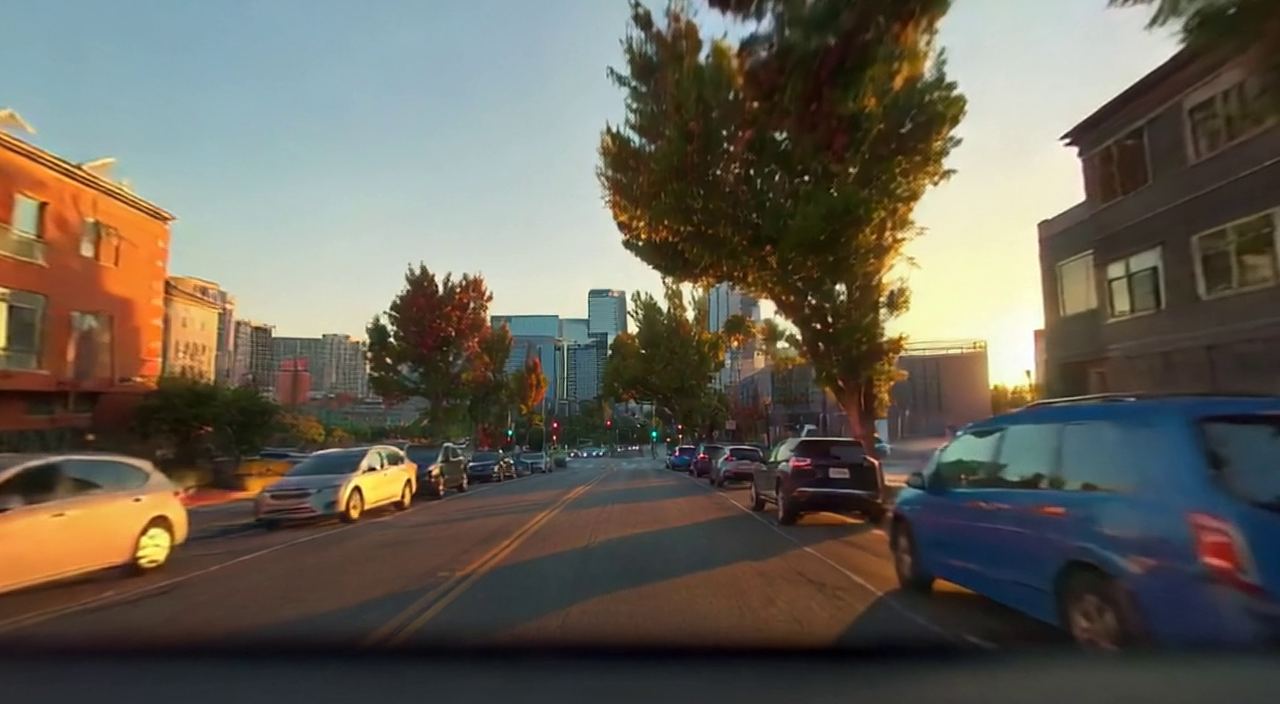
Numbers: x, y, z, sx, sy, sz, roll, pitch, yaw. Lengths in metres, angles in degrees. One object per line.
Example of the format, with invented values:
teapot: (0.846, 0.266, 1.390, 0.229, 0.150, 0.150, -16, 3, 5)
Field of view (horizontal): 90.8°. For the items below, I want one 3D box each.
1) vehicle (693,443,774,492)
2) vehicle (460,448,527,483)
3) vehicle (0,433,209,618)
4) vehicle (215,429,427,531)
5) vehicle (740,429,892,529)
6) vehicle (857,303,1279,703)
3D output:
vehicle: (3.062, 3.909, 21.761, 1.908, 1.461, 4.873, 0, -9, -2)
vehicle: (-6.702, 5.223, 29.398, 1.913, 1.479, 4.714, 0, -9, 1)
vehicle: (-6.770, 1.674, 6.352, 1.938, 1.654, 4.130, 0, -9, 0)
vehicle: (-6.699, 2.726, 14.083, 2.224, 1.849, 4.772, 0, -9, 0)
vehicle: (3.307, 2.465, 12.777, 1.828, 1.664, 4.035, 0, -9, -1)
vehicle: (3.289, 0.981, 3.837, 2.118, 1.793, 4.885, 0, -9, -1)
